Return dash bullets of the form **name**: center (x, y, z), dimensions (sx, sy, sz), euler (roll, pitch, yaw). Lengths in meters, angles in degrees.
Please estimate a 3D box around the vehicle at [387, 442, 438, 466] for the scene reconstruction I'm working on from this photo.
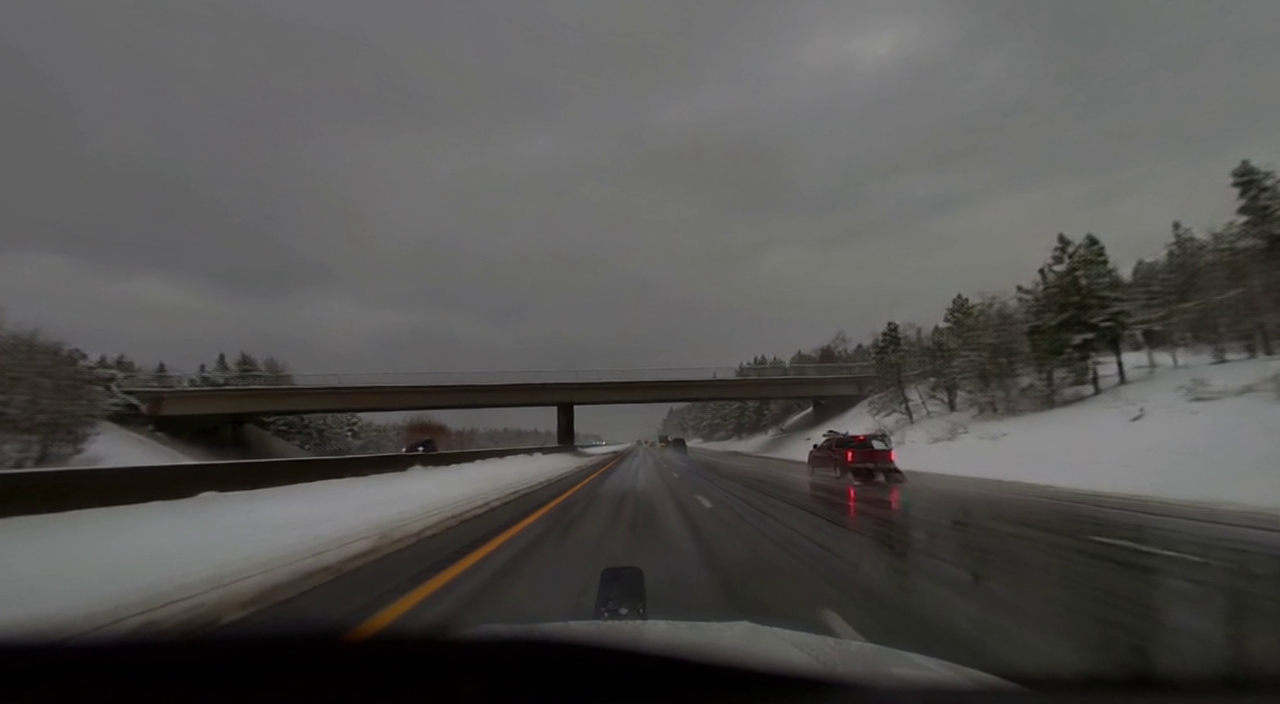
- **vehicle**: center (-16.981, 7.641, 47.147), dimensions (1.910, 1.704, 5.056), euler (0, -9, 0)

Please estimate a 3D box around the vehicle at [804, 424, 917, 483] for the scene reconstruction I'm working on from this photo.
- **vehicle**: center (8.446, 3.978, 24.749), dimensions (2.362, 2.037, 5.409), euler (0, -9, -1)
